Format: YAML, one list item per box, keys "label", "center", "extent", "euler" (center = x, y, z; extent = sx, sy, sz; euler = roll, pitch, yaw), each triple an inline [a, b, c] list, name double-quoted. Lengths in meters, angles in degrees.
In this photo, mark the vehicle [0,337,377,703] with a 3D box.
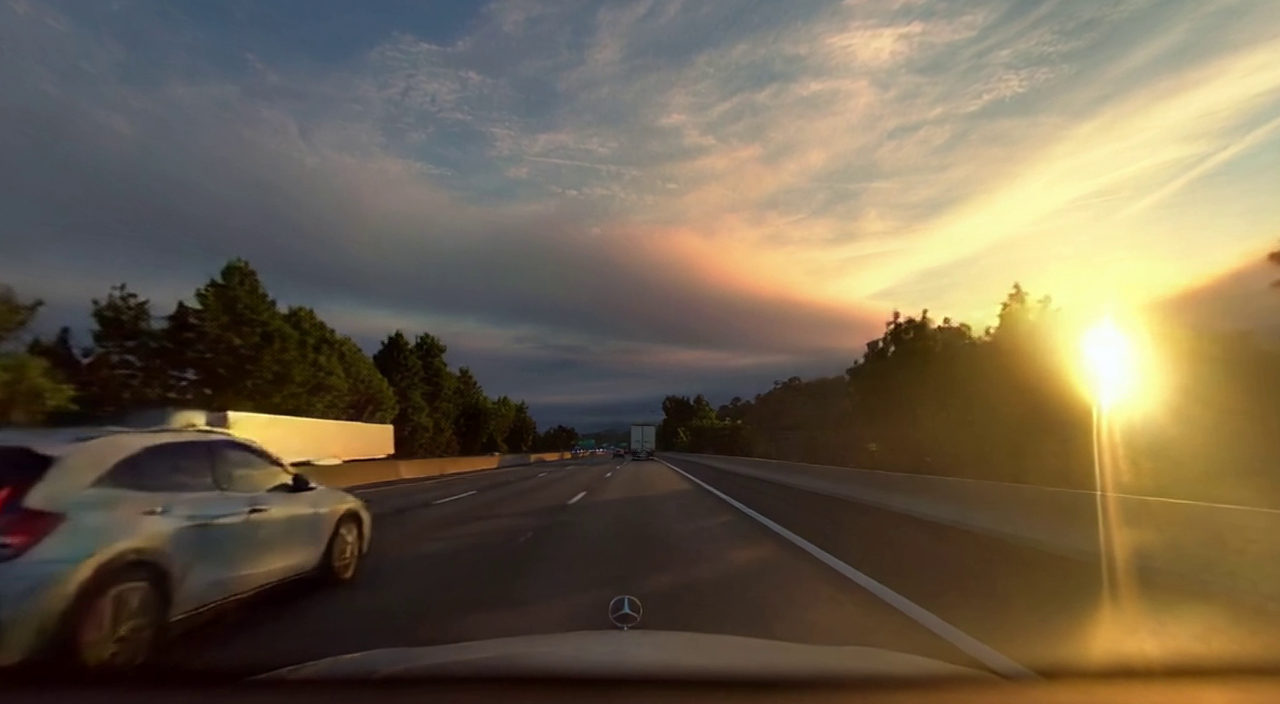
- label: "vehicle"
  center: [-3.337, 0.933, 3.166]
  extent: [2.017, 1.680, 4.636]
  euler: [0, -9, 0]
